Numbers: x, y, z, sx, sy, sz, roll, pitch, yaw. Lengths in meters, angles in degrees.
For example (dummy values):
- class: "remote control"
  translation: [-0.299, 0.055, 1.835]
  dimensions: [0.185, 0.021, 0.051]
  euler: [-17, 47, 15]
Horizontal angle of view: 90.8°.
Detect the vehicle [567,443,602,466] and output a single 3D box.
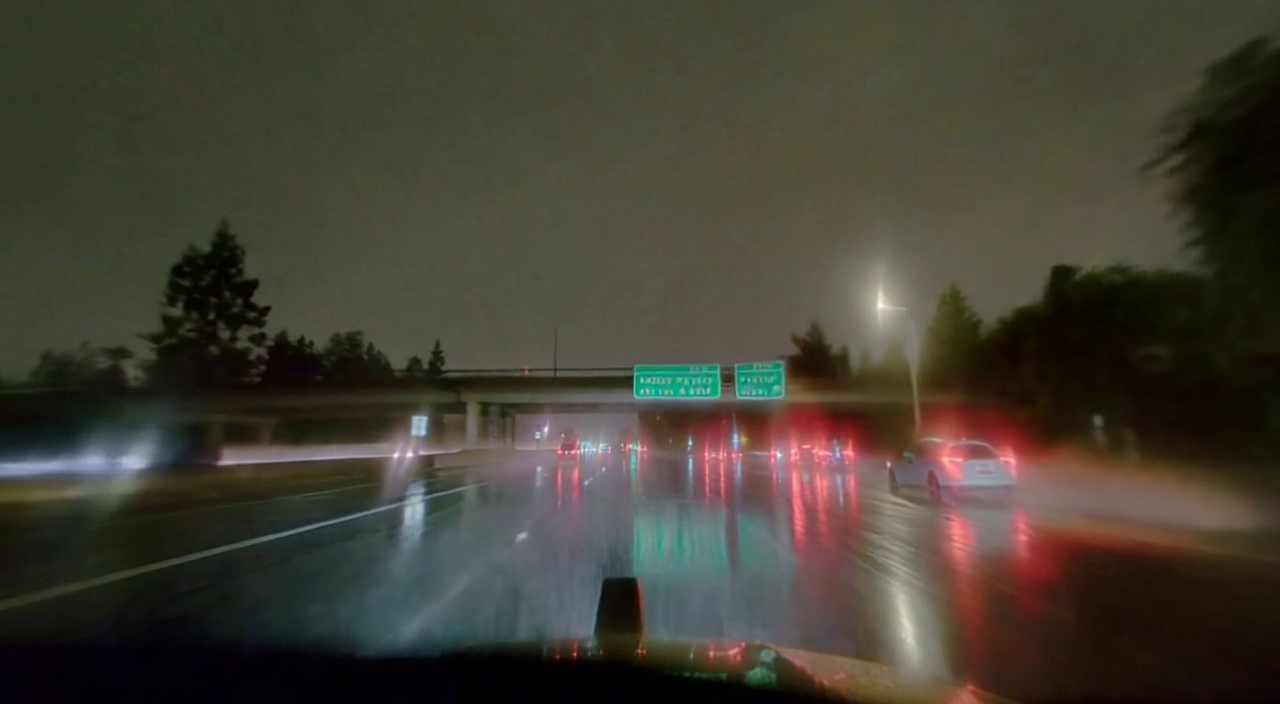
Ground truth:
- class: "vehicle"
  translation: [-3.908, 7.281, 45.050]
  dimensions: [2.091, 1.544, 4.409]
  euler: [0, -8, 0]
